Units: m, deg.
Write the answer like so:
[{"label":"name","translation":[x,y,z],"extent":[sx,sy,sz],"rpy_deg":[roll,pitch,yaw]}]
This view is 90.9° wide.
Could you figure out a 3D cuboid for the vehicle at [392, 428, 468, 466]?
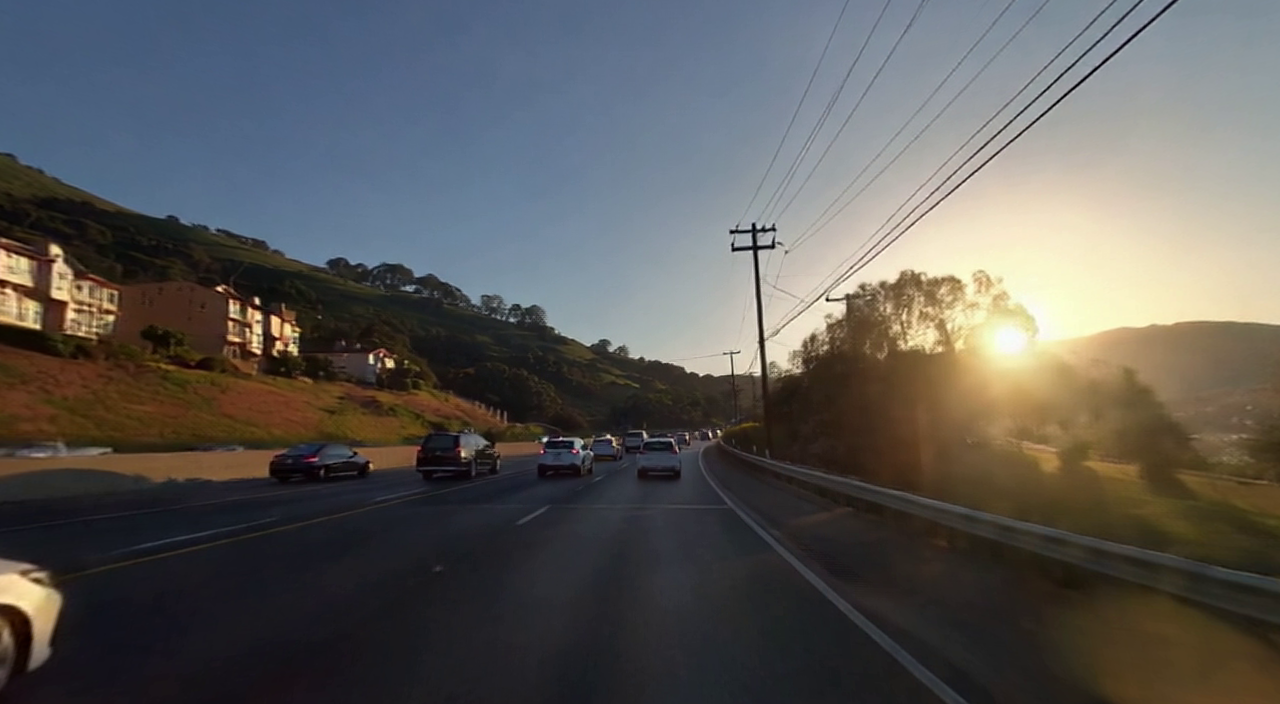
[{"label":"vehicle","translation":[-11.788,5.403,35.841],"extent":[2.105,1.971,4.868],"rpy_deg":[-1,-8,7]}]

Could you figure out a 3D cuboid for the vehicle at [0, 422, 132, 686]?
[{"label":"vehicle","translation":[-4.651,0.921,2.032],"extent":[1.956,1.478,4.789],"rpy_deg":[0,-8,2]}]

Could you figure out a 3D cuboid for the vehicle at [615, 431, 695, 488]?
[{"label":"vehicle","translation":[0.496,3.152,18.727],"extent":[2.109,1.495,3.935],"rpy_deg":[0,-8,3]}]

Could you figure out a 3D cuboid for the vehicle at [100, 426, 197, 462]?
[{"label":"vehicle","translation":[-28.072,5.264,36.164],"extent":[2.055,1.926,3.904],"rpy_deg":[-1,-8,8]}]

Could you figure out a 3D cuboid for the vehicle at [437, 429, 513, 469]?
[{"label":"vehicle","translation":[-8.179,4.856,31.720],"extent":[2.080,1.833,4.461],"rpy_deg":[-1,-8,8]}]

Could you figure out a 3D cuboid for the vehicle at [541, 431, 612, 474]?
[{"label":"vehicle","translation":[-2.540,4.203,26.502],"extent":[2.121,1.639,4.383],"rpy_deg":[-1,-8,6]}]

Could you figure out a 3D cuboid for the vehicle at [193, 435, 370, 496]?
[{"label":"vehicle","translation":[-9.636,3.064,17.489],"extent":[1.959,1.469,4.450],"rpy_deg":[-1,-8,6]}]
